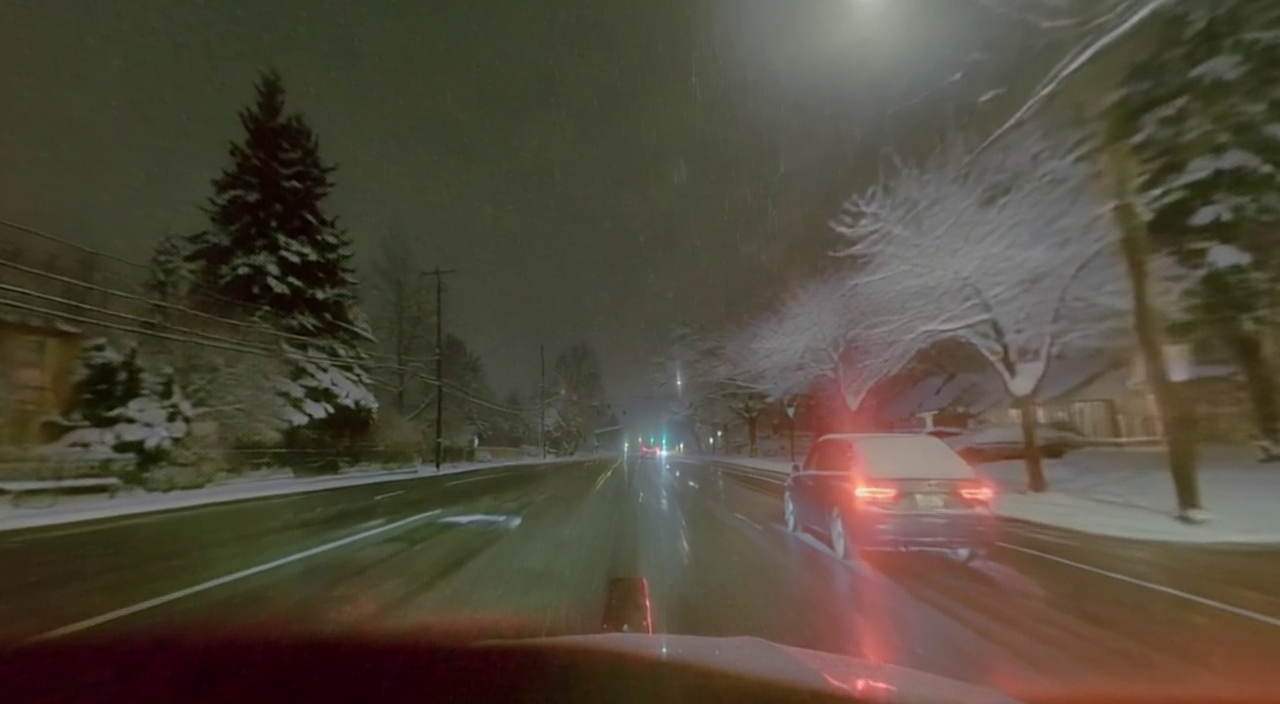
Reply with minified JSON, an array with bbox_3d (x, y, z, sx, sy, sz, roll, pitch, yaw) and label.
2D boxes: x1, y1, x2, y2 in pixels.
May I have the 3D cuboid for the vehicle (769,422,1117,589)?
[{"bbox_3d":[3.153,1.689,7.835,2.134,1.476,4.327,0,-8,0],"label":"vehicle"}]
